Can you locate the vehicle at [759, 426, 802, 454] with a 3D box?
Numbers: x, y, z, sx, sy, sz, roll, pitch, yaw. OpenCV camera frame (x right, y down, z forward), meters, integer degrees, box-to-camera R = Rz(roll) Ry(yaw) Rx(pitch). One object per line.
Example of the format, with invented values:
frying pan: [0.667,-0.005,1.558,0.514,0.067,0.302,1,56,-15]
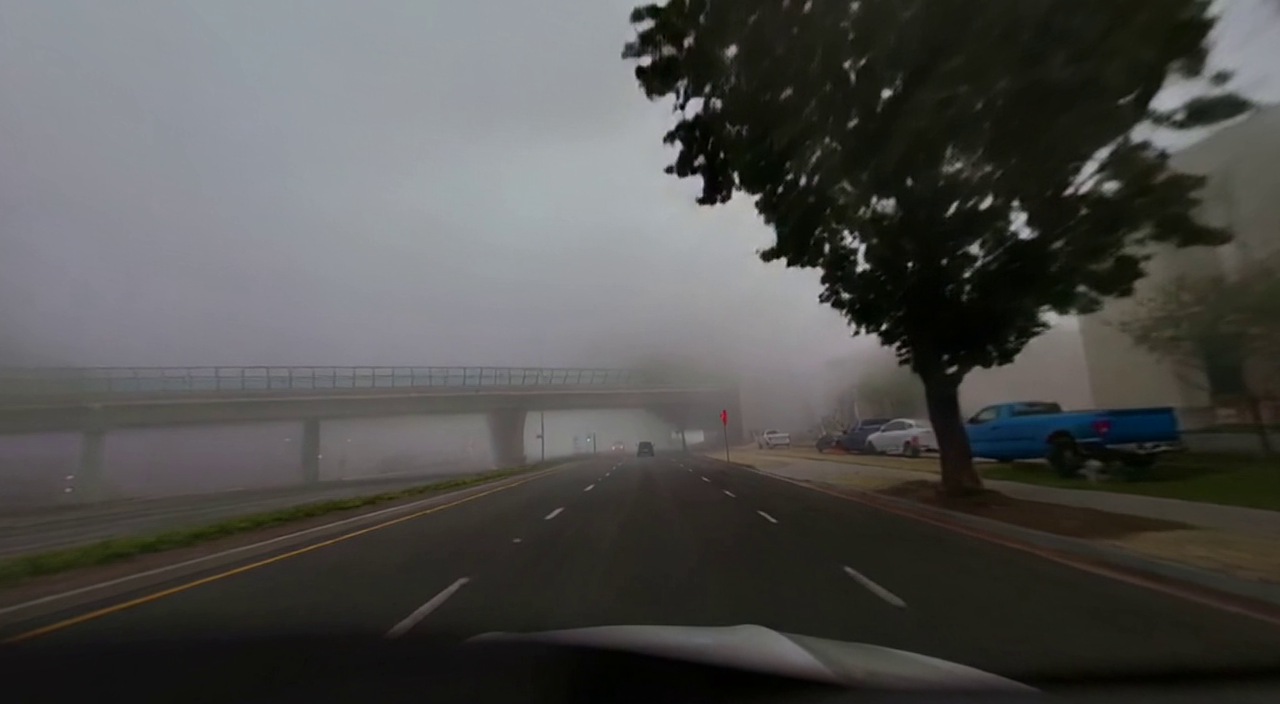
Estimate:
vehicle: [11.091,7.058,49.988,2.244,1.866,4.603,-6,-9,0]

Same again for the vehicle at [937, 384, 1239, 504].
vehicle: [10.259,2.267,15.493,2.445,2.272,6.461,-1,-8,-2]
